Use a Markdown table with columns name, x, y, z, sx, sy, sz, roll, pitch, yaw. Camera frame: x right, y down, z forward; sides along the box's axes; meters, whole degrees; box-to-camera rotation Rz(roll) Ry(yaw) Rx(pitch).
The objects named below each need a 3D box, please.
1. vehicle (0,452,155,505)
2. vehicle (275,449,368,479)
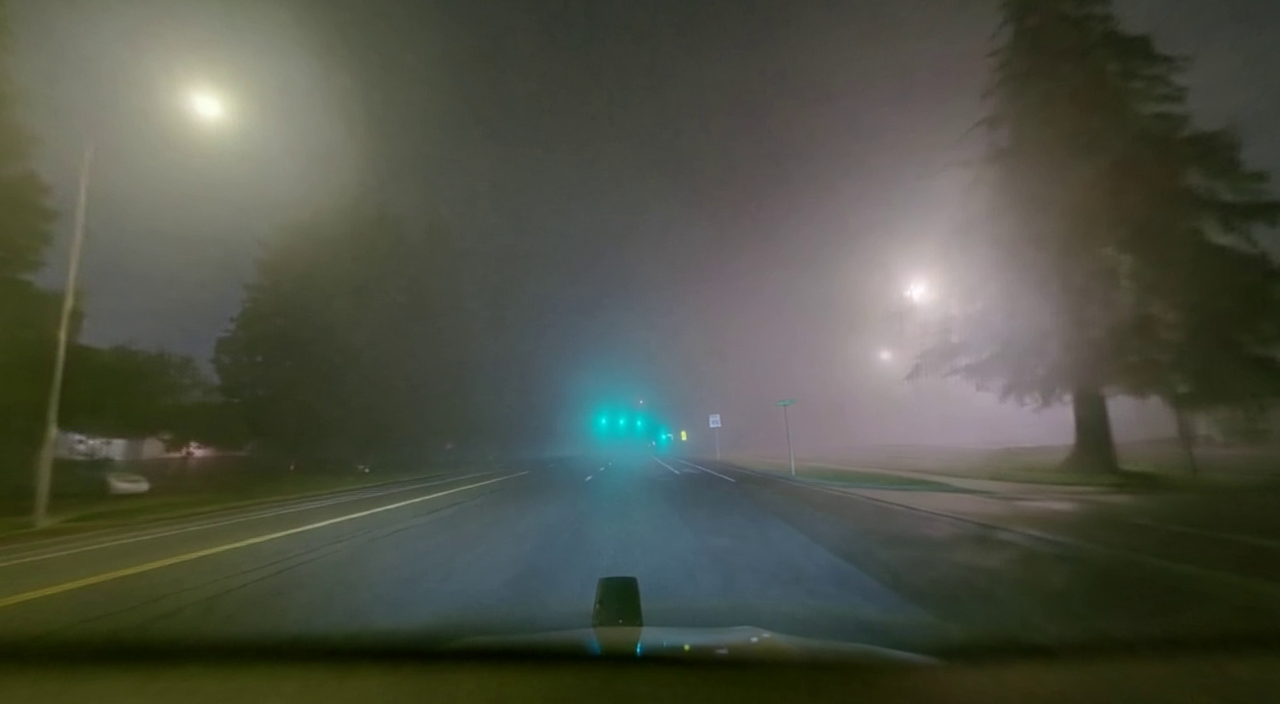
| name | x | y | z | sx | sy | sz | roll | pitch | yaw |
| --- | --- | --- | --- | --- | --- | --- | --- | --- | --- |
| vehicle | -20.151 | 4.426 | 22.389 | 4.171 | 1.728 | 2.069 | 0 | -9 | 1 |
| vehicle | -20.345 | 7.136 | 40.501 | 4.761 | 1.812 | 2.206 | 0 | -9 | -1 |
